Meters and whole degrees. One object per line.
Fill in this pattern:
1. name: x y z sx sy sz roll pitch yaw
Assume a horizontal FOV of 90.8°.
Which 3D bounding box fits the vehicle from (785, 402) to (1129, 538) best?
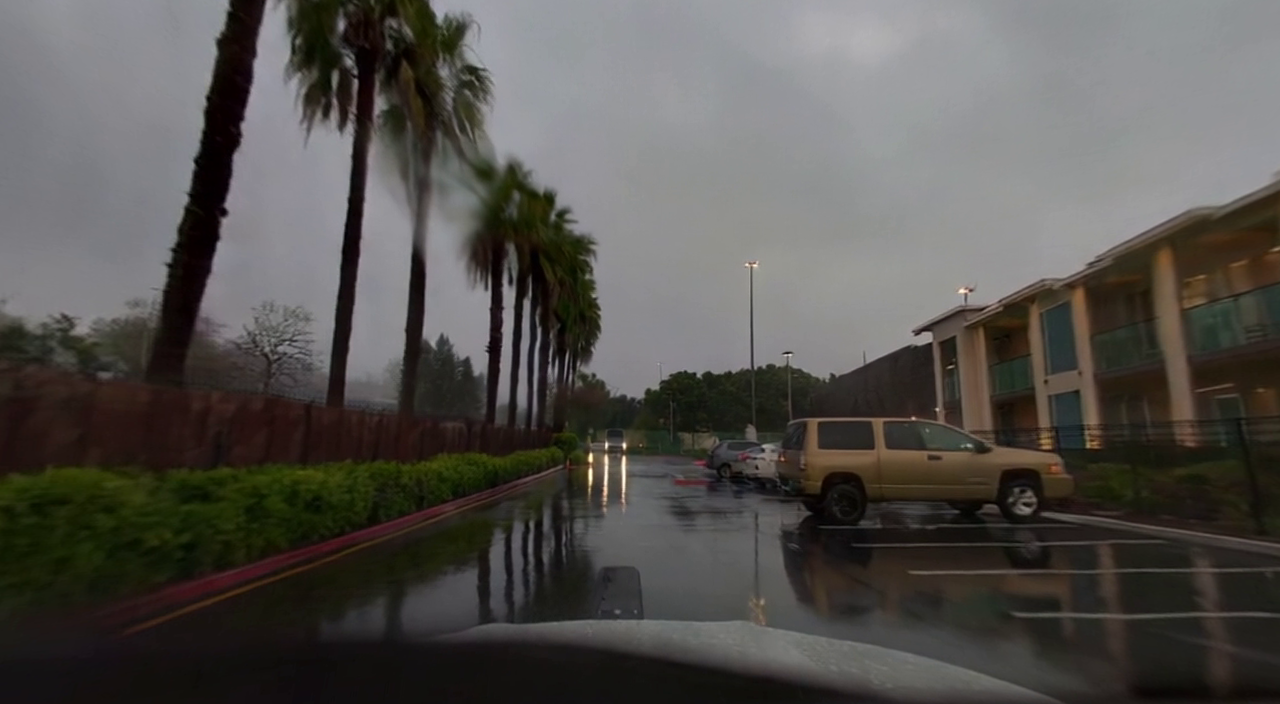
1. vehicle: 4.921 1.886 10.356 4.609 1.734 1.909 3 -8 1
